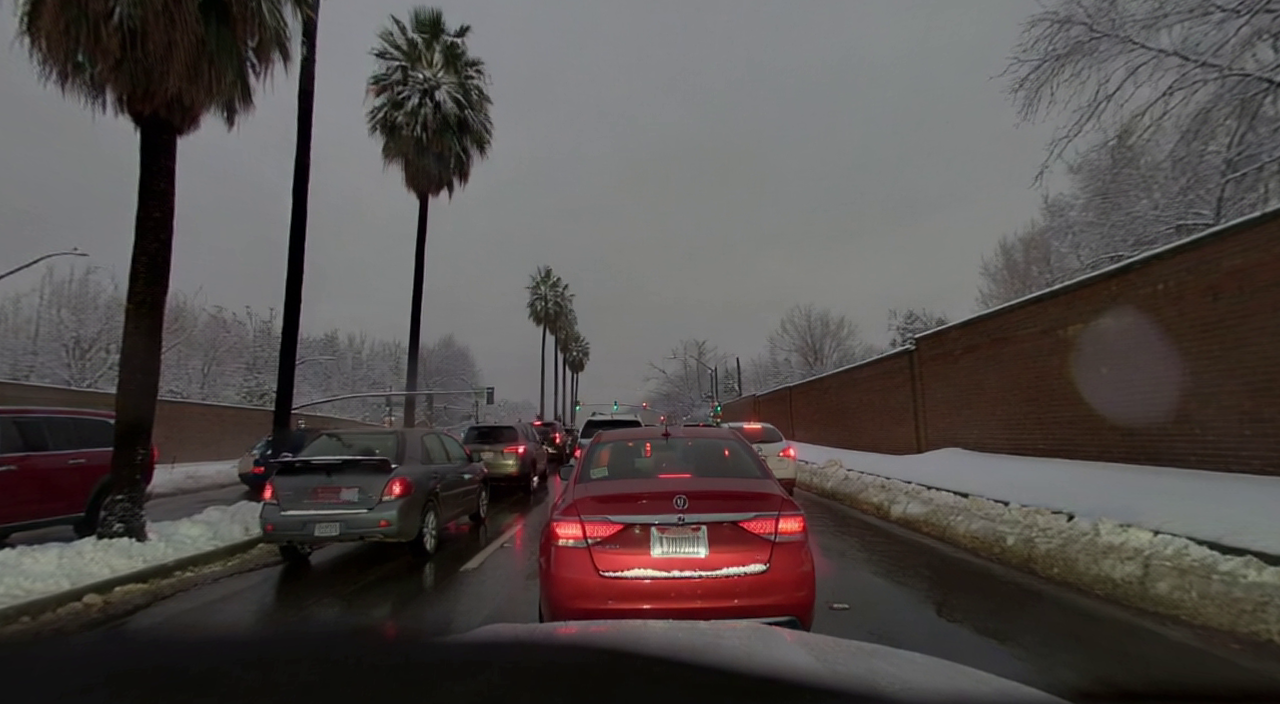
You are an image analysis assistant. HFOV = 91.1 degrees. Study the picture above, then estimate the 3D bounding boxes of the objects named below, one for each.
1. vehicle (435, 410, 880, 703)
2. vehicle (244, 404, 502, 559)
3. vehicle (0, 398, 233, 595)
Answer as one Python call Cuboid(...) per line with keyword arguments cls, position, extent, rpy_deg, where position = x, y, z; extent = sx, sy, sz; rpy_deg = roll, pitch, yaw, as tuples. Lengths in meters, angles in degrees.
Cuboid(cls="vehicle", position=(0.048, 1.342, 5.213), extent=(2.128, 1.473, 4.272), rpy_deg=(0, -8, -1))
Cuboid(cls="vehicle", position=(-3.507, 1.786, 9.305), extent=(2.055, 1.746, 4.136), rpy_deg=(0, -8, -1))
Cuboid(cls="vehicle", position=(-6.662, 1.407, 6.405), extent=(1.963, 1.721, 4.662), rpy_deg=(0, -8, -2))
